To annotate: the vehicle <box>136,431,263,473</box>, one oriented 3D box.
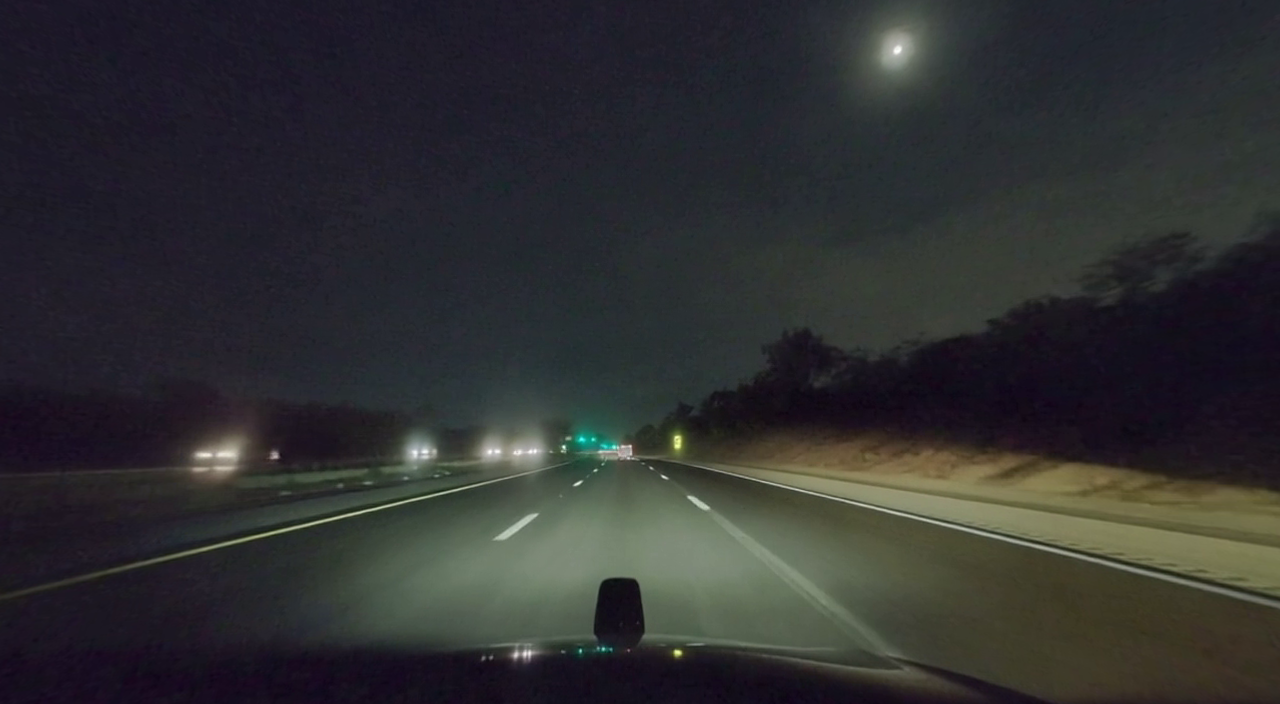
[{"bbox_3d":[-17.632,4.047,25.564,1.888,1.530,4.430,0,-9,0],"label":"vehicle"}]
